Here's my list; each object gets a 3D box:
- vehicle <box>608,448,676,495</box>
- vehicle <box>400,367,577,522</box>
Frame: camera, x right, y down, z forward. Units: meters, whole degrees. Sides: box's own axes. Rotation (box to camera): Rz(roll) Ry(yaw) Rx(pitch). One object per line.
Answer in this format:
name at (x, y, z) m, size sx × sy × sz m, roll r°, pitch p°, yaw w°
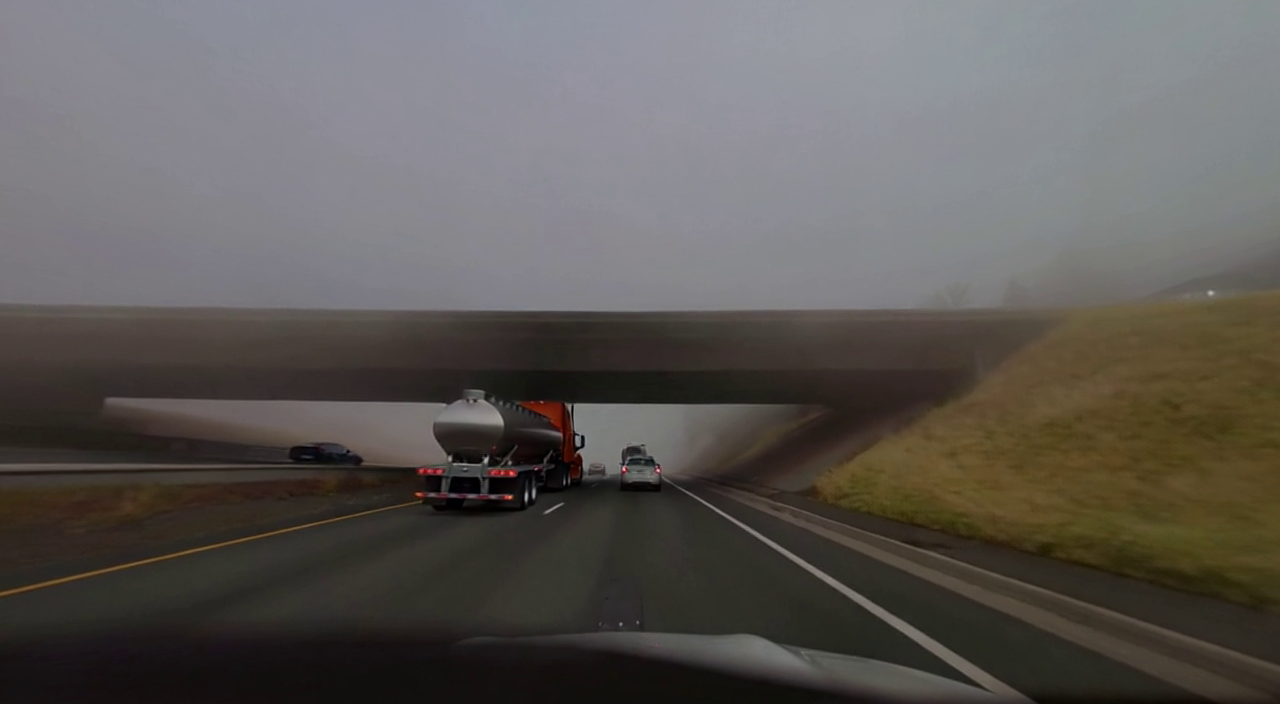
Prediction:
vehicle at (0.020, 4.208, 22.605) m, size 2.215 × 1.481 × 4.246 m, roll 0°, pitch -9°, yaw -1°
vehicle at (-4.178, 3.195, 21.864) m, size 2.896 × 3.563 × 14.643 m, roll 0°, pitch -9°, yaw -1°
